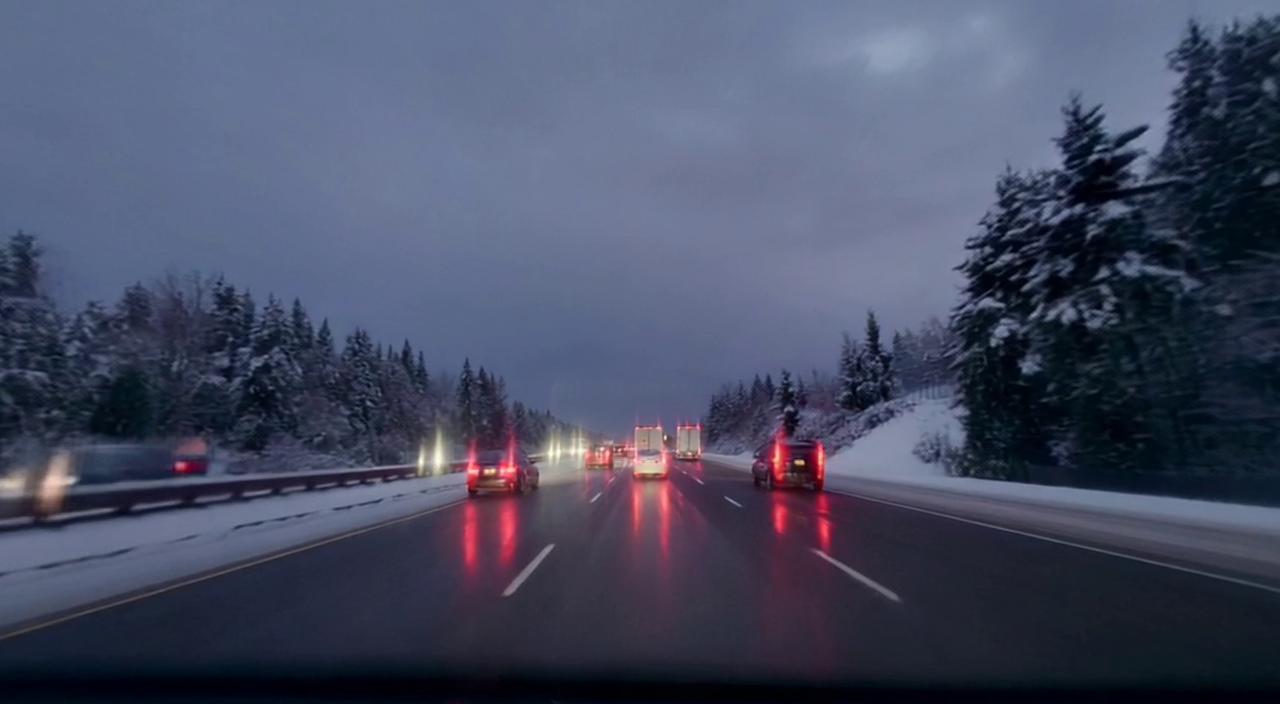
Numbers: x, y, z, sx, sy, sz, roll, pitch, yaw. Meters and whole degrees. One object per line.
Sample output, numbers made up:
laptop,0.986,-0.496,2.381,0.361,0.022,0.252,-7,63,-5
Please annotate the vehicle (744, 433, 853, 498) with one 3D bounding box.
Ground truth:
vehicle,4.397,3.229,18.166,2.018,1.639,4.149,0,-9,-1

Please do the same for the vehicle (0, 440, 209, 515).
vehicle,-16.077,3.740,19.220,2.126,1.959,4.926,0,-9,0

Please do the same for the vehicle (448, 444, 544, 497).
vehicle,-4.414,3.696,19.958,1.967,1.473,4.439,-1,-9,1

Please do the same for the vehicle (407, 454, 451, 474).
vehicle,-16.343,8.670,48.669,1.912,1.478,4.106,-1,-9,1

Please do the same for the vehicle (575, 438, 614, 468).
vehicle,-3.108,7.042,43.696,2.230,1.973,4.403,-1,-9,2

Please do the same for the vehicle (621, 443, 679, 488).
vehicle,0.343,4.285,24.006,2.015,1.526,4.286,0,-9,0
